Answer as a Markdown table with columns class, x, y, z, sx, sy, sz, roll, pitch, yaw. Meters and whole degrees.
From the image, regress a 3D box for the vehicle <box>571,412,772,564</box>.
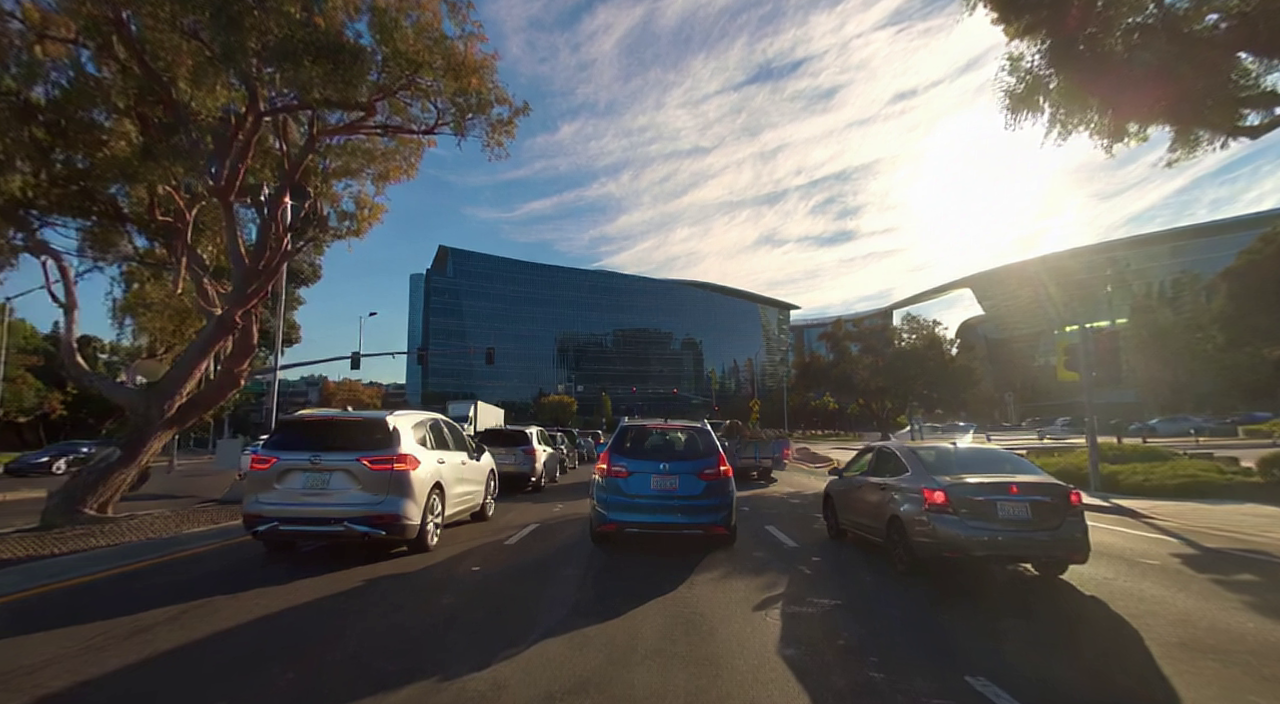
| class | x | y | z | sx | sy | sz | roll | pitch | yaw |
| --- | --- | --- | --- | --- | --- | --- | --- | --- | --- |
| vehicle | 0.371 | 1.795 | 9.038 | 2.189 | 1.649 | 4.171 | 0 | -8 | 1 |

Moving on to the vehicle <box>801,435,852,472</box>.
| class | x | y | z | sx | sy | sz | roll | pitch | yaw |
| --- | --- | --- | --- | --- | --- | --- | --- | --- | --- |
| vehicle | 8.997 | 4.847 | 30.213 | 2.032 | 1.621 | 4.082 | -3 | -9 | 20 |

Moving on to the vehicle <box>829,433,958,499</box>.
| class | x | y | z | sx | sy | sz | roll | pitch | yaw |
| --- | --- | --- | --- | --- | --- | --- | --- | --- | --- |
| vehicle | 6.860 | 3.111 | 17.621 | 2.067 | 1.599 | 4.251 | -1 | -8 | 4 |

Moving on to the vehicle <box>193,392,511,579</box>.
| class | x | y | z | sx | sy | sz | roll | pitch | yaw |
| --- | --- | --- | --- | --- | --- | --- | --- | --- | --- |
| vehicle | -3.261 | 1.620 | 8.381 | 2.085 | 1.812 | 4.388 | 0 | -8 | 1 |

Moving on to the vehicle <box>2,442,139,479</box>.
| class | x | y | z | sx | sy | sz | roll | pitch | yaw |
| --- | --- | --- | --- | --- | --- | --- | --- | --- | --- |
| vehicle | -23.904 | 4.539 | 26.643 | 1.966 | 1.415 | 4.084 | 0 | -8 | 0 |
